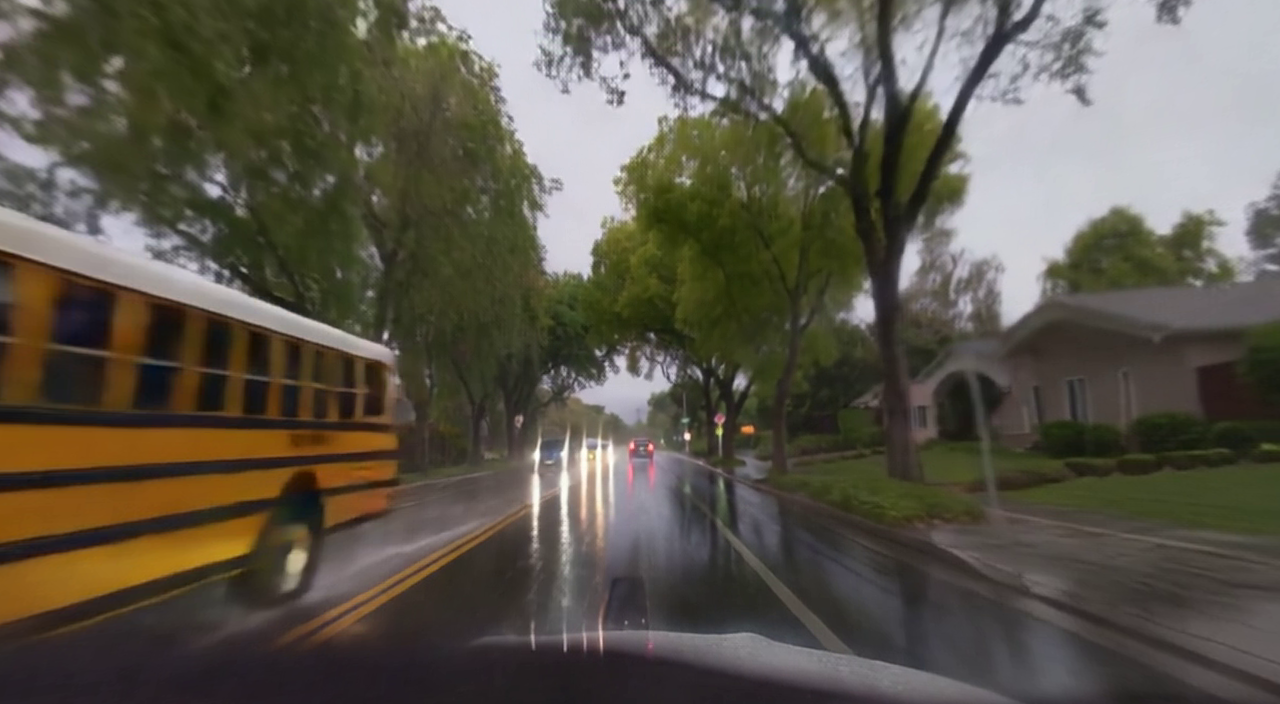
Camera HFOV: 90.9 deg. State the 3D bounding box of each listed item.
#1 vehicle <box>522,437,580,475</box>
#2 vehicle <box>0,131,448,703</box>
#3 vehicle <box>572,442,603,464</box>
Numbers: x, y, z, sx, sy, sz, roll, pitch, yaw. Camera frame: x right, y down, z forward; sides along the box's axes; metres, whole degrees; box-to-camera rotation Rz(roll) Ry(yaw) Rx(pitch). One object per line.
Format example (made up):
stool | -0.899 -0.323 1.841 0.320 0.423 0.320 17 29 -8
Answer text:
vehicle | -4.232 5.037 30.726 2.069 1.707 4.385 0 -8 1
vehicle | -4.340 0.634 4.306 2.966 2.818 9.113 0 -8 1
vehicle | -3.944 7.608 47.640 1.905 1.510 4.172 0 -8 1
